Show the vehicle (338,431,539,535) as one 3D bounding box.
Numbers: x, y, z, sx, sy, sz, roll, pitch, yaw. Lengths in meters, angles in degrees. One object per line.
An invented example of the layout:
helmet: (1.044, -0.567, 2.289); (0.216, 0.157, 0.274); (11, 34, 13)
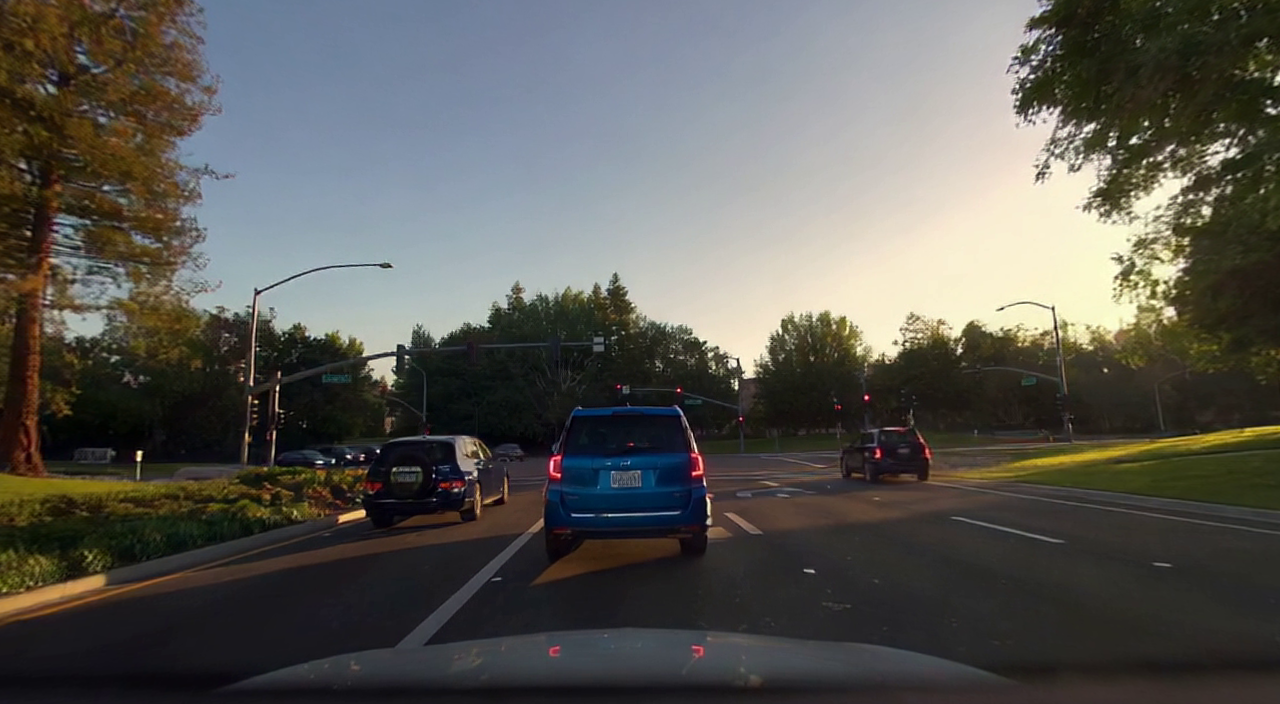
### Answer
vehicle: (-3.366, 2.299, 11.873); (2.061, 1.504, 5.142); (0, -8, 0)

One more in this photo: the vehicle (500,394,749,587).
vehicle: (-0.143, 1.588, 7.985); (2.298, 1.770, 4.138); (0, -8, 0)

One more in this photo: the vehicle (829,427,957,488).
vehicle: (8.044, 3.404, 20.657); (2.166, 1.761, 4.692); (0, -8, -1)
